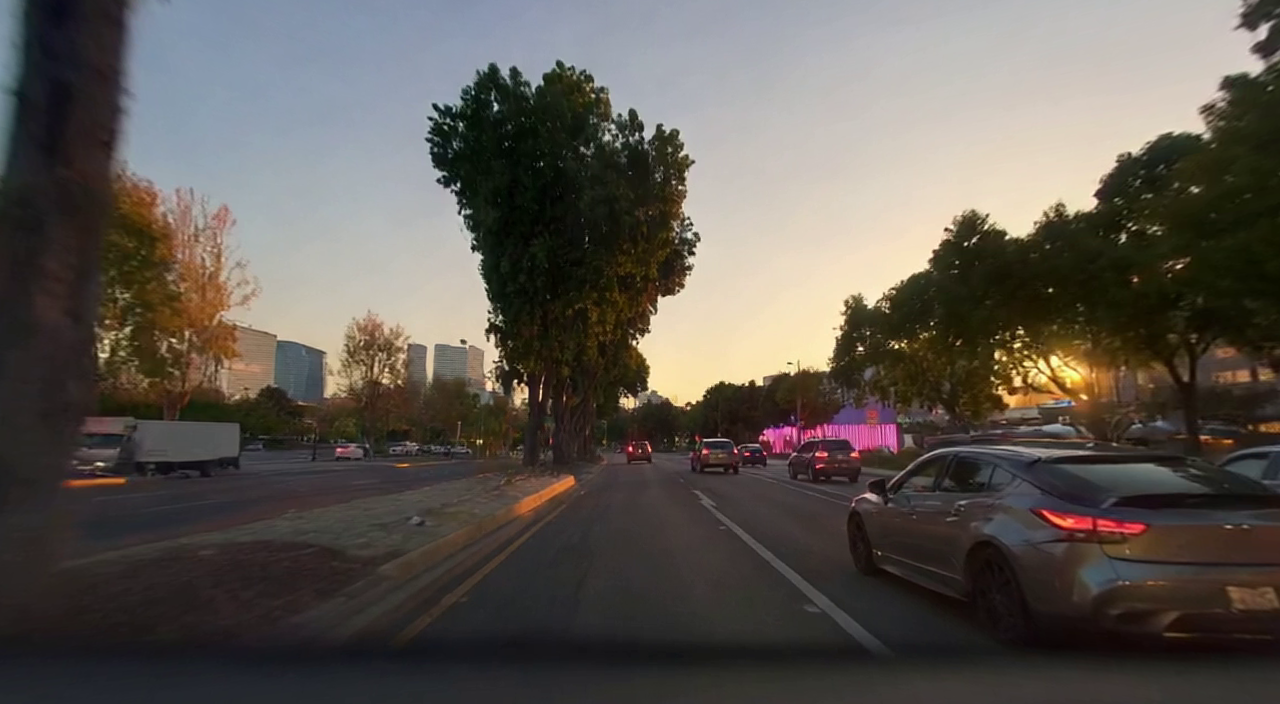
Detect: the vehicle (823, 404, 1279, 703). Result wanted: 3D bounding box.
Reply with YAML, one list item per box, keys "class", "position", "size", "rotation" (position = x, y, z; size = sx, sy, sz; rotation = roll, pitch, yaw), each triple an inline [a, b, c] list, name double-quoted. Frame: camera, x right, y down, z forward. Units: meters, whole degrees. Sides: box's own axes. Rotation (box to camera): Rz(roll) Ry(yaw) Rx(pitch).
- class: "vehicle"
  position: [2.946, 1.237, 4.517]
  size: [1.883, 1.452, 4.258]
  rotation: [0, -8, -1]

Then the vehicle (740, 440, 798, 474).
- class: "vehicle"
  position: [6.618, 5.435, 32.787]
  size: [1.954, 1.606, 4.423]
  rotation: [0, -8, -2]

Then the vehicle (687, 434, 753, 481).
- class: "vehicle"
  position: [3.208, 4.319, 26.082]
  size: [2.000, 1.745, 4.206]
  rotation: [0, -8, -2]

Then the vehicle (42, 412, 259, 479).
- class: "vehicle"
  position: [-25.783, 5.010, 33.673]
  size: [8.344, 3.233, 3.218]
  rotation: [2, -8, -10]

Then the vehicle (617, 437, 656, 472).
- class: "vehicle"
  position: [-0.239, 5.778, 35.674]
  size: [2.051, 1.798, 4.168]
  rotation: [0, -8, -1]
